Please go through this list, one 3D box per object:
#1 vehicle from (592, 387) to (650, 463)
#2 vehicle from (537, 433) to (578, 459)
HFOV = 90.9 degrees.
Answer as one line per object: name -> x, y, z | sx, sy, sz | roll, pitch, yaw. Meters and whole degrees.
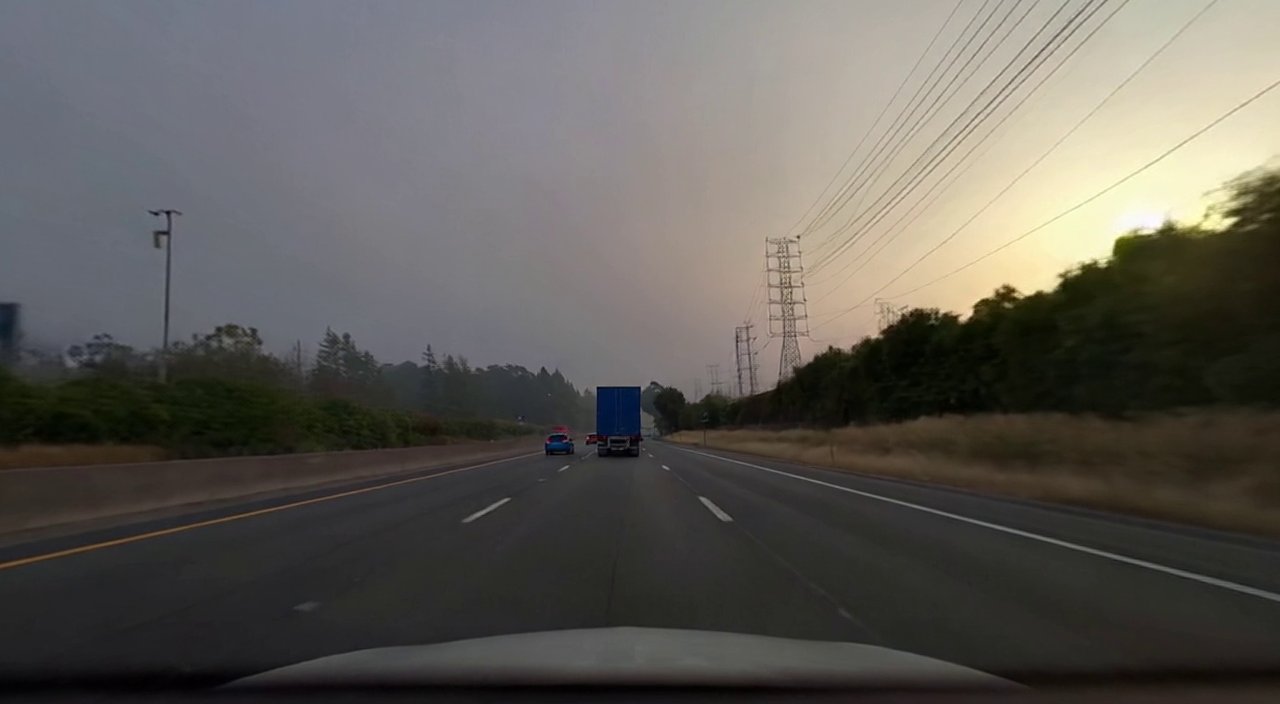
vehicle -> -1.107, 4.343, 36.905 | 2.955, 3.851, 9.915 | 0, -8, -2
vehicle -> -5.339, 6.114, 41.227 | 2.117, 1.618, 4.480 | 0, -8, -1
